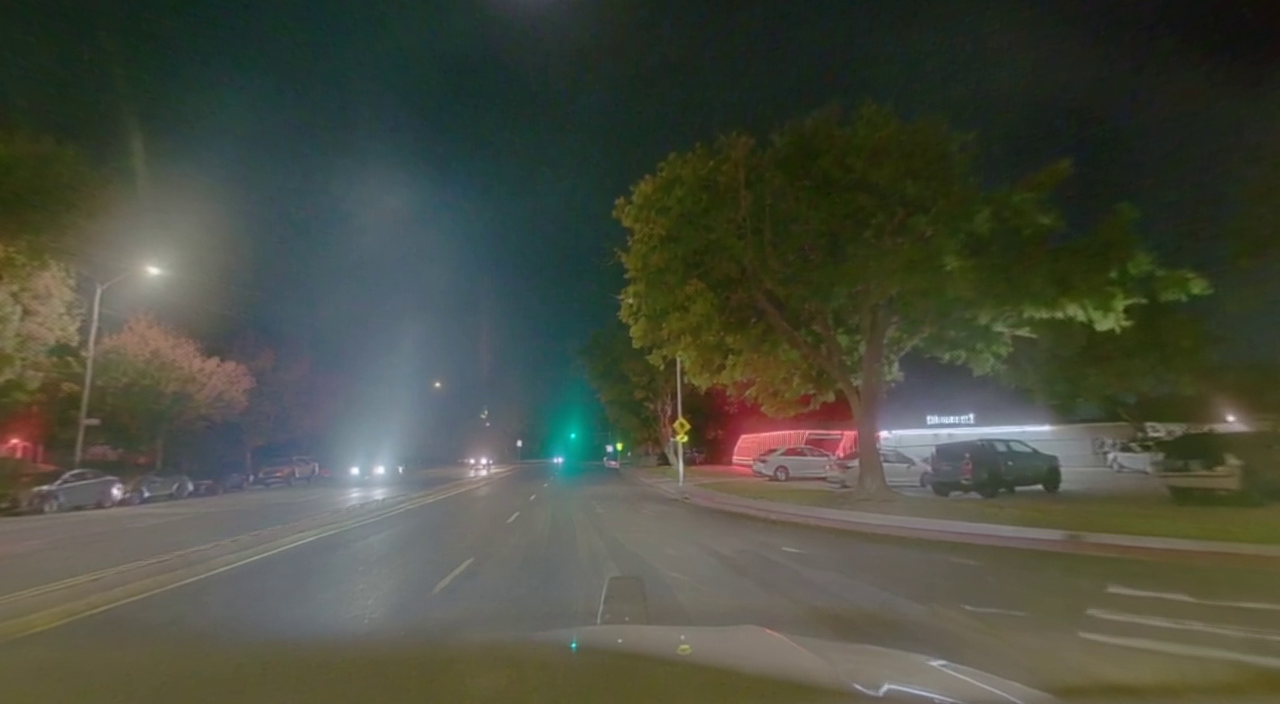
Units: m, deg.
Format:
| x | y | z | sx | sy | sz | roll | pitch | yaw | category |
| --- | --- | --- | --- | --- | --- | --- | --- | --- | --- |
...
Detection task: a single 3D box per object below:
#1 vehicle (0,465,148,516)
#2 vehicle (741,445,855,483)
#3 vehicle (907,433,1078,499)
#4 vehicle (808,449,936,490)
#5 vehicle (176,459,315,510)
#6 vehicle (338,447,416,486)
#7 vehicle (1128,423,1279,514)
| x | y | z | sx | sy | sz | roll | pitch | yaw | category |
| --- | --- | --- | --- | --- | --- | --- | --- | --- | --- |
| -20.145 | 4.826 | 22.360 | 1.842 | 1.474 | 4.712 | 1 | -9 | -5 | vehicle |
| 7.512 | 5.357 | 30.262 | 4.843 | 1.748 | 1.985 | 1 | -9 | -8 | vehicle |
| 10.570 | 3.378 | 18.904 | 4.669 | 1.770 | 1.896 | 4 | -10 | -23 | vehicle |
| 8.840 | 4.463 | 24.160 | 4.257 | 1.474 | 1.751 | 2 | -9 | -11 | vehicle |
| -12.875 | 4.306 | 20.993 | 1.951 | 1.436 | 4.624 | 1 | -9 | -5 | vehicle |
| -14.569 | 6.360 | 35.360 | 2.228 | 1.976 | 5.857 | 1 | -9 | -5 | vehicle |
| 14.406 | 2.628 | 14.553 | 5.314 | 1.829 | 2.018 | 3 | -9 | -16 | vehicle |
